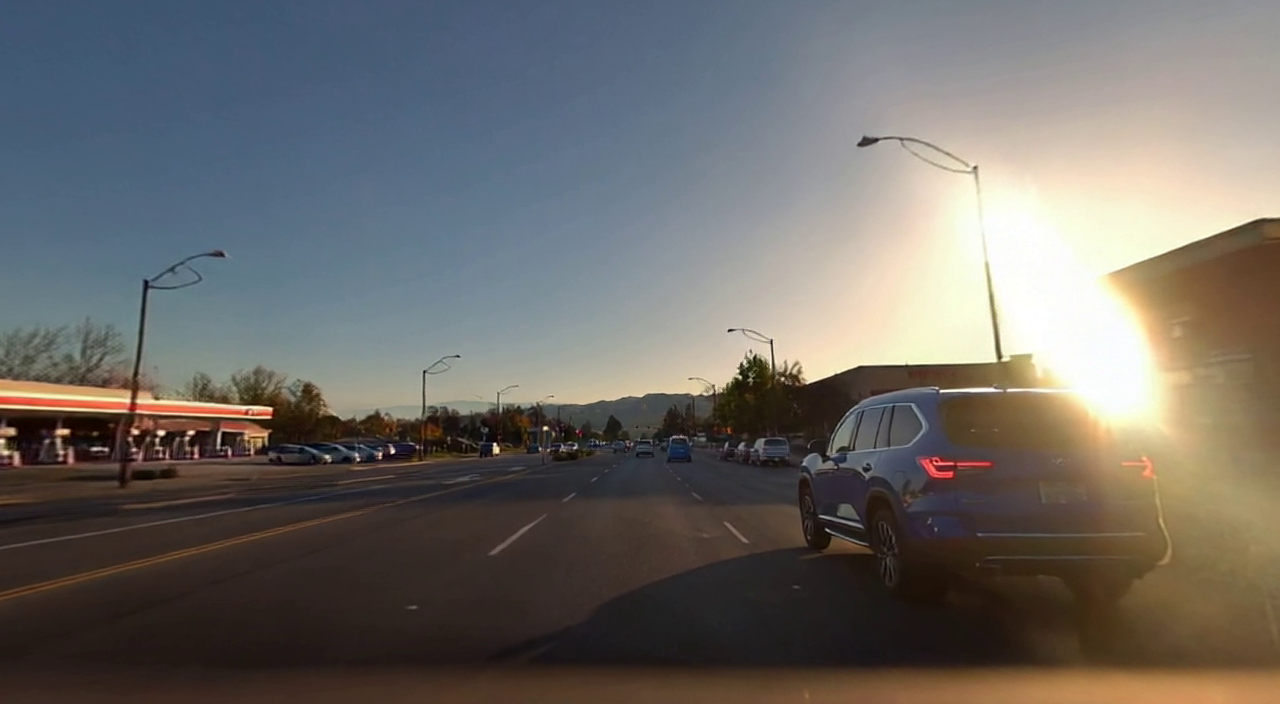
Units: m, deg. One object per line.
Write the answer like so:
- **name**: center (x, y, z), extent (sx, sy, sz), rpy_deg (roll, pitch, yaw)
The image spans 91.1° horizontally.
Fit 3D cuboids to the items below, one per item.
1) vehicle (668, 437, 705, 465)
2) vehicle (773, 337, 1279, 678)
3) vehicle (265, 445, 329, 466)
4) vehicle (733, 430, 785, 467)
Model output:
- **vehicle**: center (3.202, 6.948, 44.233), extent (2.317, 1.857, 5.150), rpy_deg (0, -8, 1)
- **vehicle**: center (2.932, 1.228, 6.072), extent (2.246, 1.963, 4.777), rpy_deg (0, -8, 0)
- **vehicle**: center (-26.157, 7.890, 47.909), extent (3.765, 1.559, 1.915), rpy_deg (0, -8, 2)
- **vehicle**: center (7.474, 6.156, 40.071), extent (2.220, 2.147, 6.392), rpy_deg (0, -8, 1)
